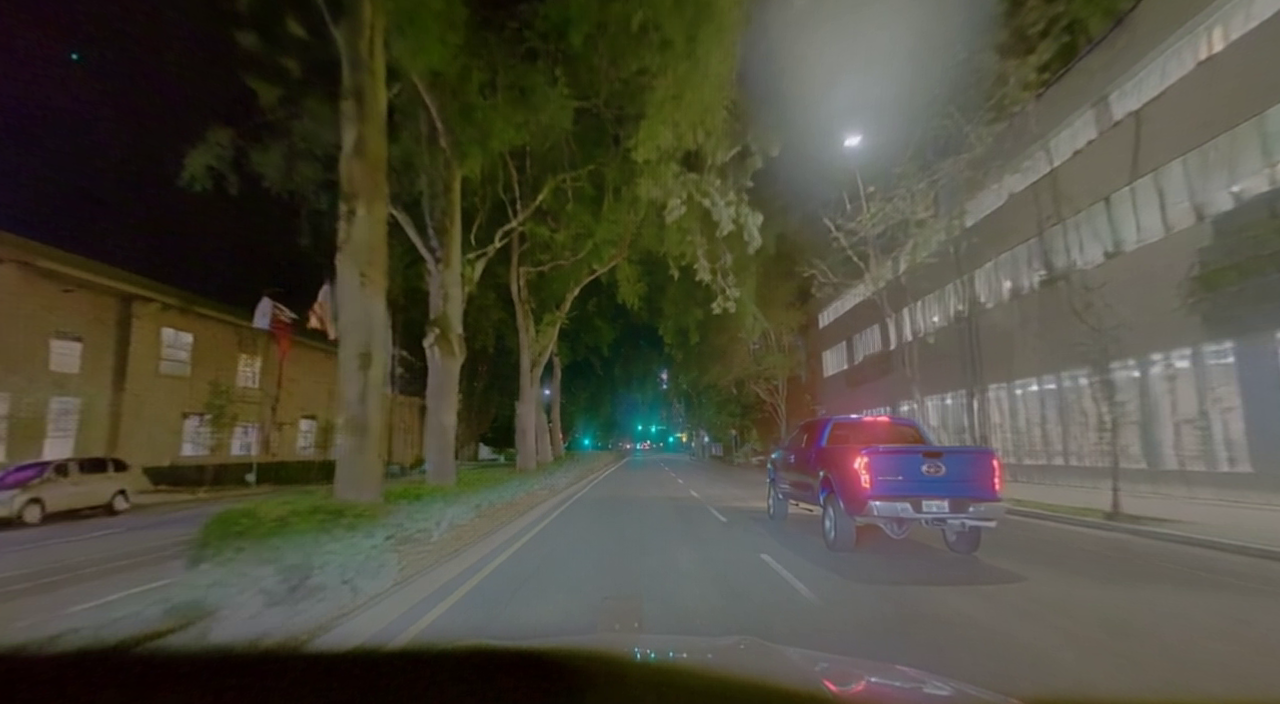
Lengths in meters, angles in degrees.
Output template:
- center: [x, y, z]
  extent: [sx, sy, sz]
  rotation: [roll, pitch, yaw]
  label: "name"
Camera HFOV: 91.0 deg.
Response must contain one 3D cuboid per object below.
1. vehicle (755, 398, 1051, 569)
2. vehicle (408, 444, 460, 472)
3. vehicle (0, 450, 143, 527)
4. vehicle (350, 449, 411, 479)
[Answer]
- center: [3.319, 1.815, 9.520]
  extent: [2.085, 1.828, 5.383]
  rotation: [0, -9, -1]
  label: "vehicle"
- center: [-15.661, 8.068, 48.149]
  extent: [2.097, 1.852, 5.090]
  rotation: [-3, -9, 2]
  label: "vehicle"
- center: [-15.905, 3.513, 16.735]
  extent: [1.913, 1.734, 4.357]
  rotation: [0, -9, -3]
  label: "vehicle"
- center: [-16.008, 6.902, 39.108]
  extent: [1.919, 1.616, 4.723]
  rotation: [-2, -8, -1]
  label: "vehicle"
